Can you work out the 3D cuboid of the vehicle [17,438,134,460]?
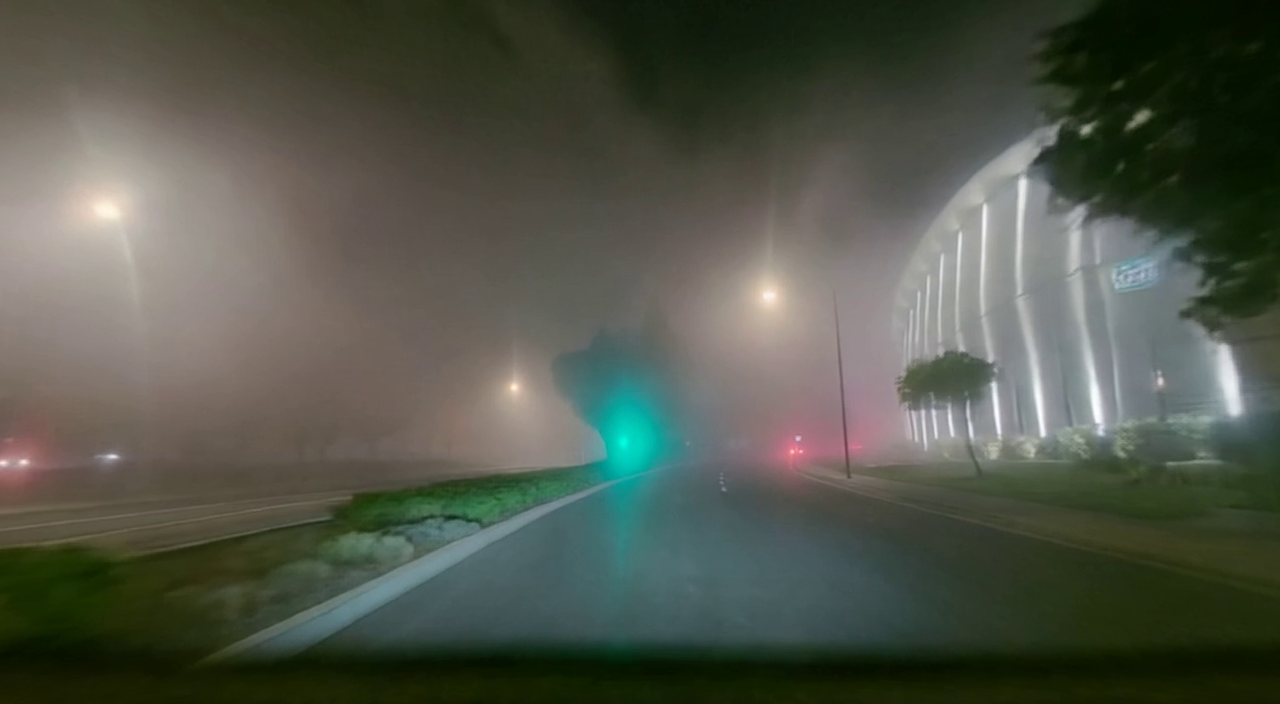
[{"bbox_3d":[-42.963,7.362,48.022,6.548,1.284,2.581,-3,-7,0],"label":"vehicle"}]

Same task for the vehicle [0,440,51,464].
[{"bbox_3d":[-43.126,6.803,42.756,4.097,1.583,1.995,0,-9,-1],"label":"vehicle"}]
